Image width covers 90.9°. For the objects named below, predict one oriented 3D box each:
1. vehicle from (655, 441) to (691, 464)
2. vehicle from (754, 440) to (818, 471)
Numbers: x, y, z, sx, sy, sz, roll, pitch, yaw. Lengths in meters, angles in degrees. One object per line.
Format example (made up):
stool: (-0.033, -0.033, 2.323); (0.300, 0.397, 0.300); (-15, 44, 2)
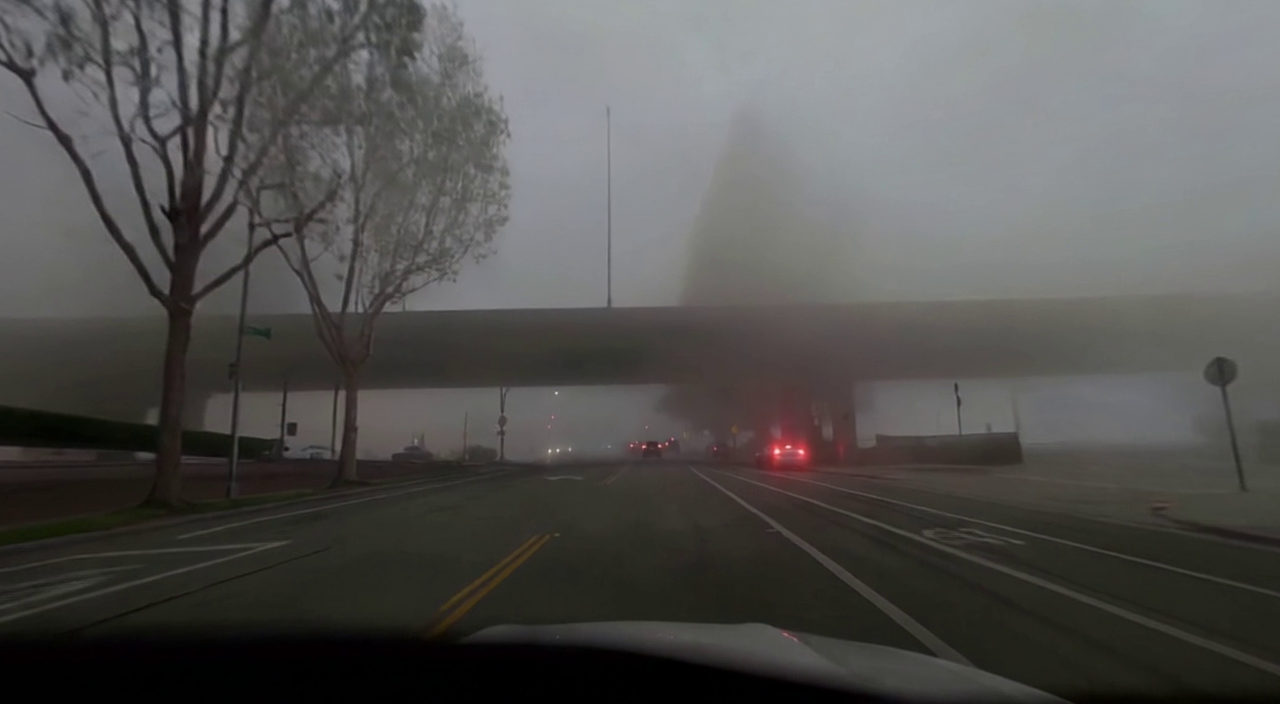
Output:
vehicle: (2.180, 6.811, 43.013); (2.280, 1.475, 4.051); (0, -8, 1)
vehicle: (7.158, 5.143, 31.475); (2.035, 1.435, 4.481); (0, -8, -1)
